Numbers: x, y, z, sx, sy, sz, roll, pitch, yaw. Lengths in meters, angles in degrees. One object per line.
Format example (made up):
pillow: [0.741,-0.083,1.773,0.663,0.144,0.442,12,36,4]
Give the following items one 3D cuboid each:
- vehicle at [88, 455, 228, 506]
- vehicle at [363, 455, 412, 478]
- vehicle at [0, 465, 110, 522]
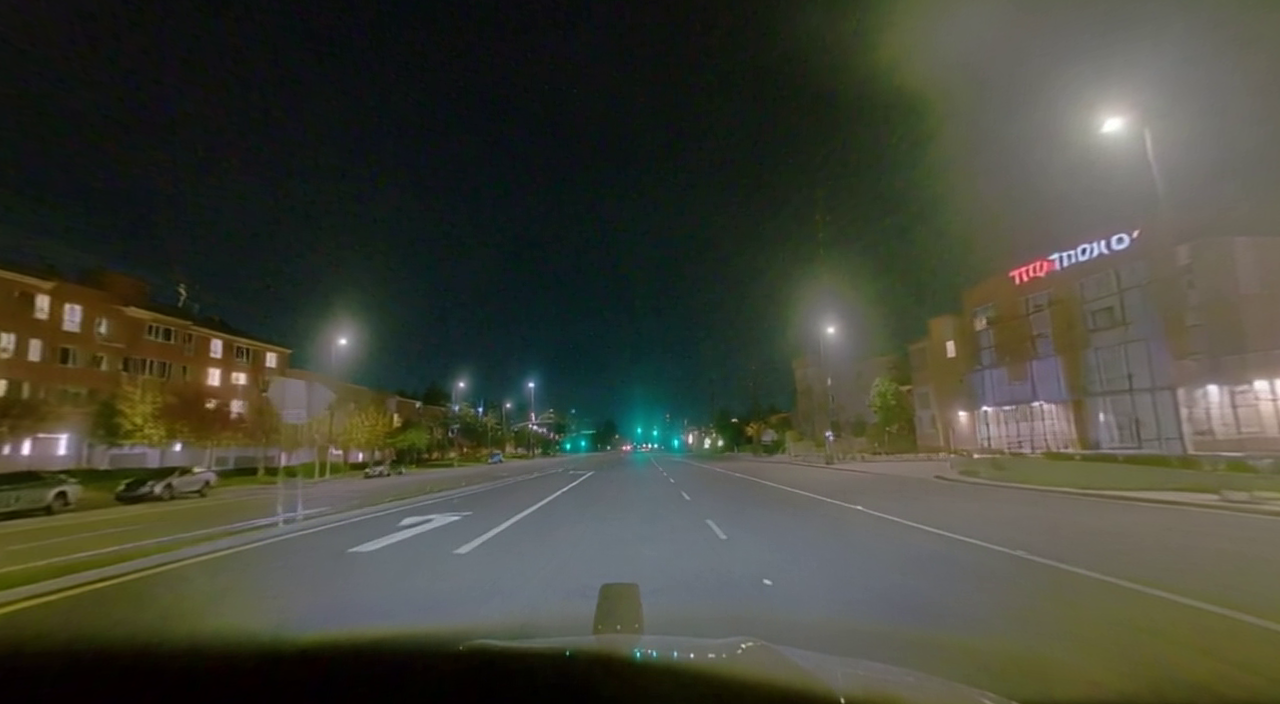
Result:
vehicle: [-19.135,5.064,25.426,1.976,1.766,4.677,0,-9,-1]
vehicle: [-19.452,8.798,48.863,1.943,1.638,4.415,0,-9,0]
vehicle: [-19.039,4.242,19.087,1.925,1.485,4.821,0,-9,-2]
